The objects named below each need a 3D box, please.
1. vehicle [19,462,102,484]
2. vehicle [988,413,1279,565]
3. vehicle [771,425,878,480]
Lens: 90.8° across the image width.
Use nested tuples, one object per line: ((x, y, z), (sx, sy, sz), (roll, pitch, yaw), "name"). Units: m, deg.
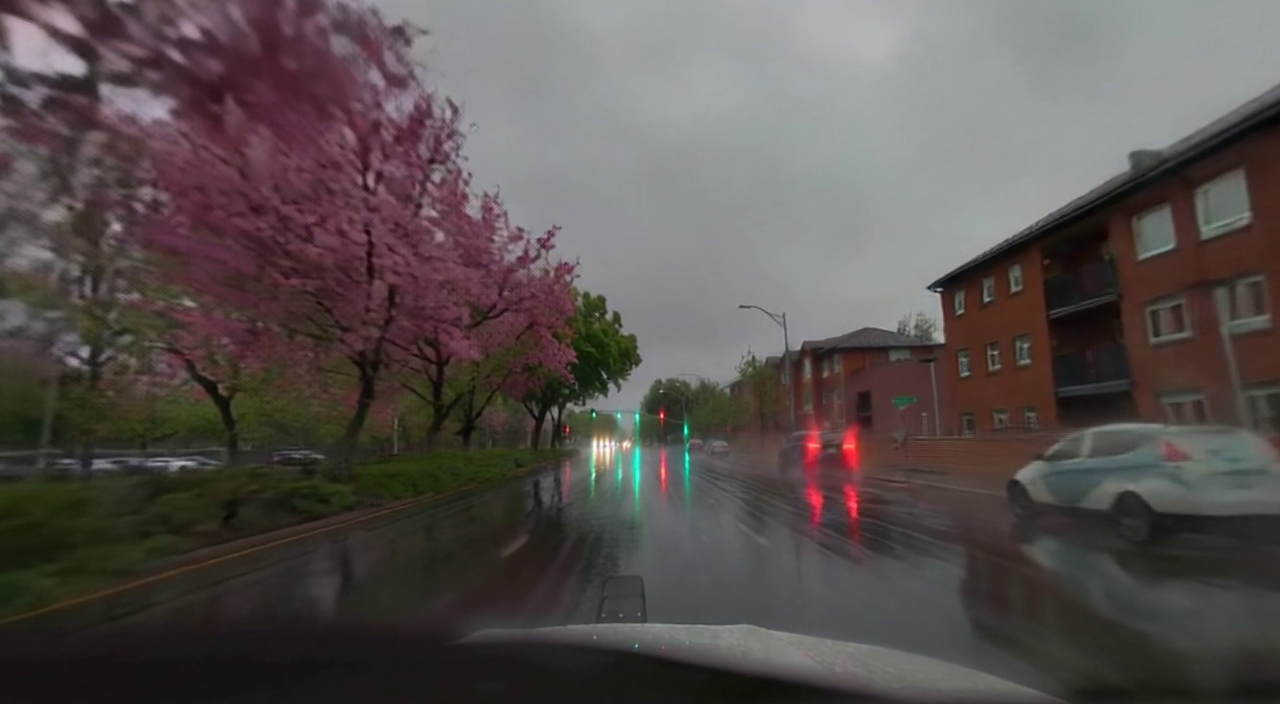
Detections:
((-44.276, 9.247, 48.390), (4.454, 1.524, 1.824), (6, -11, -37), "vehicle")
((7.247, 1.816, 9.122), (1.940, 1.647, 4.309), (0, -8, -1), "vehicle")
((6.933, 3.868, 24.496), (2.450, 1.892, 5.107), (0, -8, -2), "vehicle")
